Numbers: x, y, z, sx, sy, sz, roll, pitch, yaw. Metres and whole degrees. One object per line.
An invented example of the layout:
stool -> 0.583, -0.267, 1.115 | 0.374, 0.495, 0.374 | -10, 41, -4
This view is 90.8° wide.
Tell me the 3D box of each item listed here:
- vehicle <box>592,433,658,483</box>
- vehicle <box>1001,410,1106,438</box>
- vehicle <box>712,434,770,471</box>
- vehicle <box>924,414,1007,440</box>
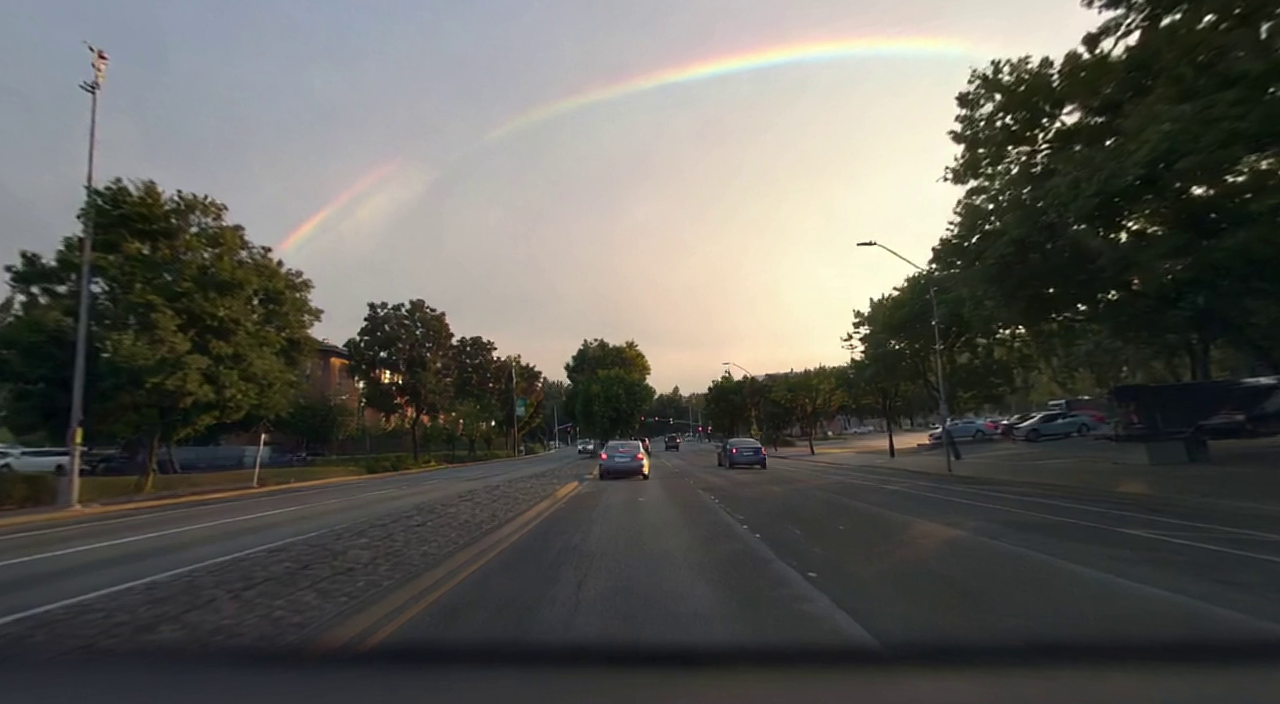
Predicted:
vehicle -> -0.477, 3.811, 22.967 | 2.181, 1.639, 4.127 | 0, -8, 0
vehicle -> 22.607, 3.951, 34.636 | 4.441, 1.444, 1.870 | 0, -7, 0
vehicle -> 4.703, 4.722, 29.952 | 1.987, 1.613, 4.081 | 0, -8, -1
vehicle -> 22.247, 5.166, 43.248 | 4.531, 1.432, 1.949 | -4, -8, 0
